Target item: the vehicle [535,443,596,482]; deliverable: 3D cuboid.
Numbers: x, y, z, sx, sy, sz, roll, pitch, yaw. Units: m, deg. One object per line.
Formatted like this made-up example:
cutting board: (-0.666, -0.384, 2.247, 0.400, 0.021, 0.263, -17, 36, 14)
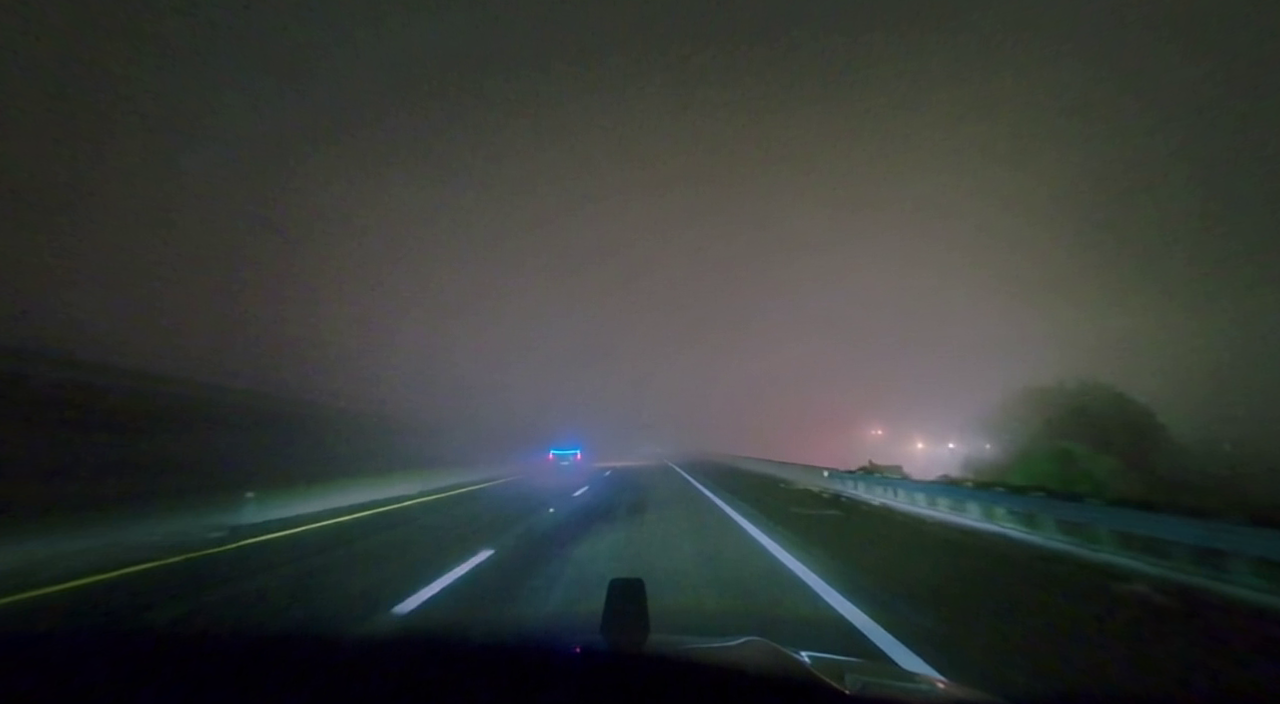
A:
vehicle: (-3.074, 4.639, 26.833, 2.050, 1.530, 4.144, 0, -8, 1)
